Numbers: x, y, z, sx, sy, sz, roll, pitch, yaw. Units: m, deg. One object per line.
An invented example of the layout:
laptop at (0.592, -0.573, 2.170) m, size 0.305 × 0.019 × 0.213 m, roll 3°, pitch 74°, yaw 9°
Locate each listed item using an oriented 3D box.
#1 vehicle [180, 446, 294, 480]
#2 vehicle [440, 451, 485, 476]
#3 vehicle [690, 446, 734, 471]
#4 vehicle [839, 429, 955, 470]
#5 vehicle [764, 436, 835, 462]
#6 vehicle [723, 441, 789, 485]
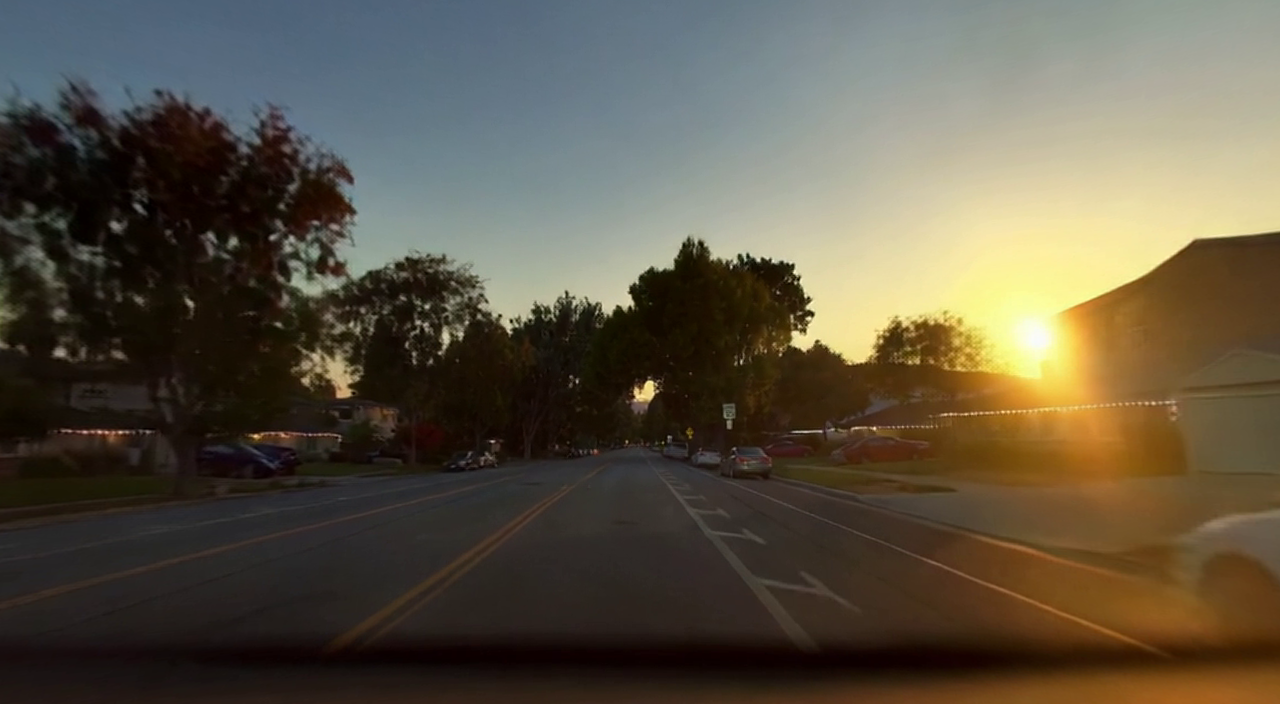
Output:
vehicle at (-21.008, 5.781, 33.049) m, size 4.534 × 1.536 × 1.952 m, roll 2°, pitch -8°, yaw 0°
vehicle at (-12.787, 8.054, 45.822) m, size 1.925 × 1.498 × 4.850 m, roll -5°, pitch -8°, yaw -1°
vehicle at (4.559, 6.861, 40.870) m, size 2.035 × 1.498 × 4.910 m, roll 0°, pitch -9°, yaw -3°
vehicle at (12.676, 4.868, 31.440) m, size 4.850 × 1.610 × 1.980 m, roll -4°, pitch -9°, yaw 3°
vehicle at (12.391, 7.554, 49.305) m, size 4.825 × 1.675 × 2.184 m, roll -3°, pitch -7°, yaw -2°
vehicle at (4.704, 4.608, 26.305) m, size 1.934 × 1.546 × 5.009 m, roll 3°, pitch -10°, yaw 2°
